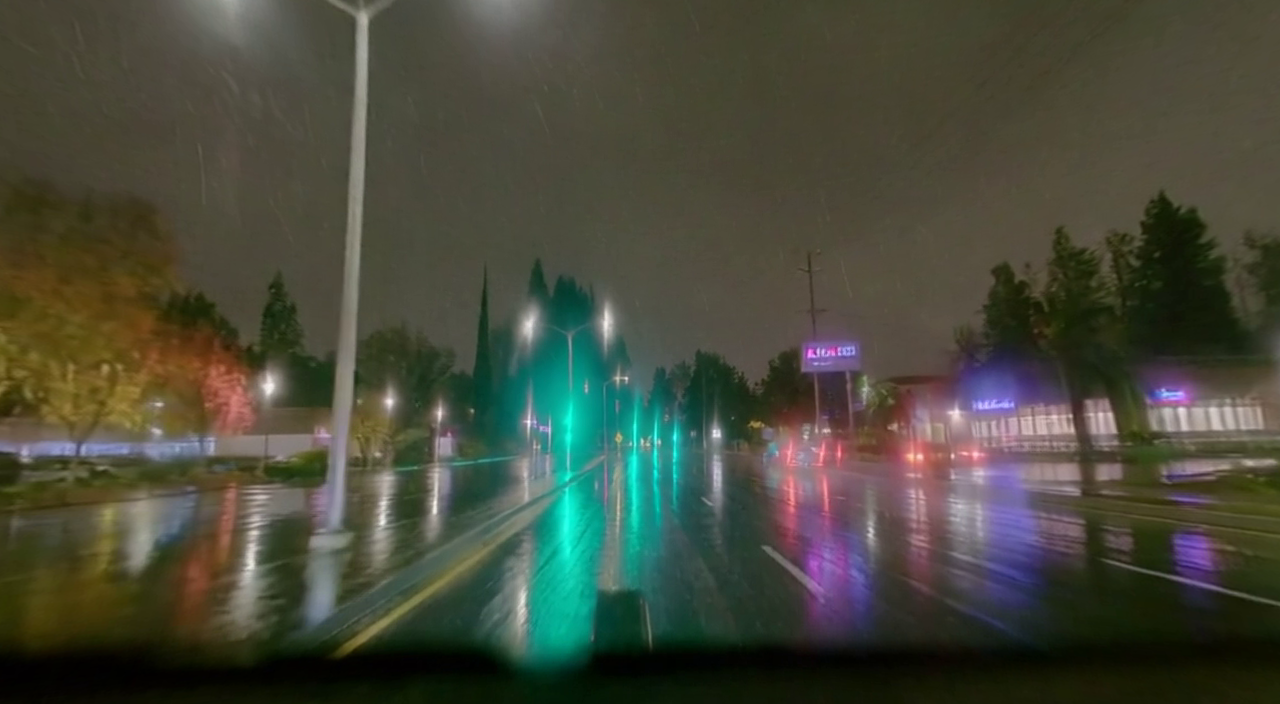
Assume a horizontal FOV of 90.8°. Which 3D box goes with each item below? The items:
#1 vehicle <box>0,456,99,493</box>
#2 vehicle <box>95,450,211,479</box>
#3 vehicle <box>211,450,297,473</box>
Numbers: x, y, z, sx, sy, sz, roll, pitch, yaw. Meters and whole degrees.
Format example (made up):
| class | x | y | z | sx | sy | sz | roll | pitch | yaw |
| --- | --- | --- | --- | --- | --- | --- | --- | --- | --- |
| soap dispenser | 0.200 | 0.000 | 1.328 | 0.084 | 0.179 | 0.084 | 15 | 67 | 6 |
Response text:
| class | x | y | z | sx | sy | sz | roll | pitch | yaw |
| --- | --- | --- | --- | --- | --- | --- | --- | --- | --- |
| vehicle | -26.229 | 5.195 | 26.891 | 4.449 | 1.408 | 1.908 | 5 | -10 | -29 |
| vehicle | -26.564 | 6.125 | 34.713 | 4.623 | 1.462 | 2.069 | 4 | -9 | -25 |
| vehicle | -24.328 | 6.906 | 40.040 | 4.296 | 1.406 | 1.920 | 3 | -9 | -21 |
